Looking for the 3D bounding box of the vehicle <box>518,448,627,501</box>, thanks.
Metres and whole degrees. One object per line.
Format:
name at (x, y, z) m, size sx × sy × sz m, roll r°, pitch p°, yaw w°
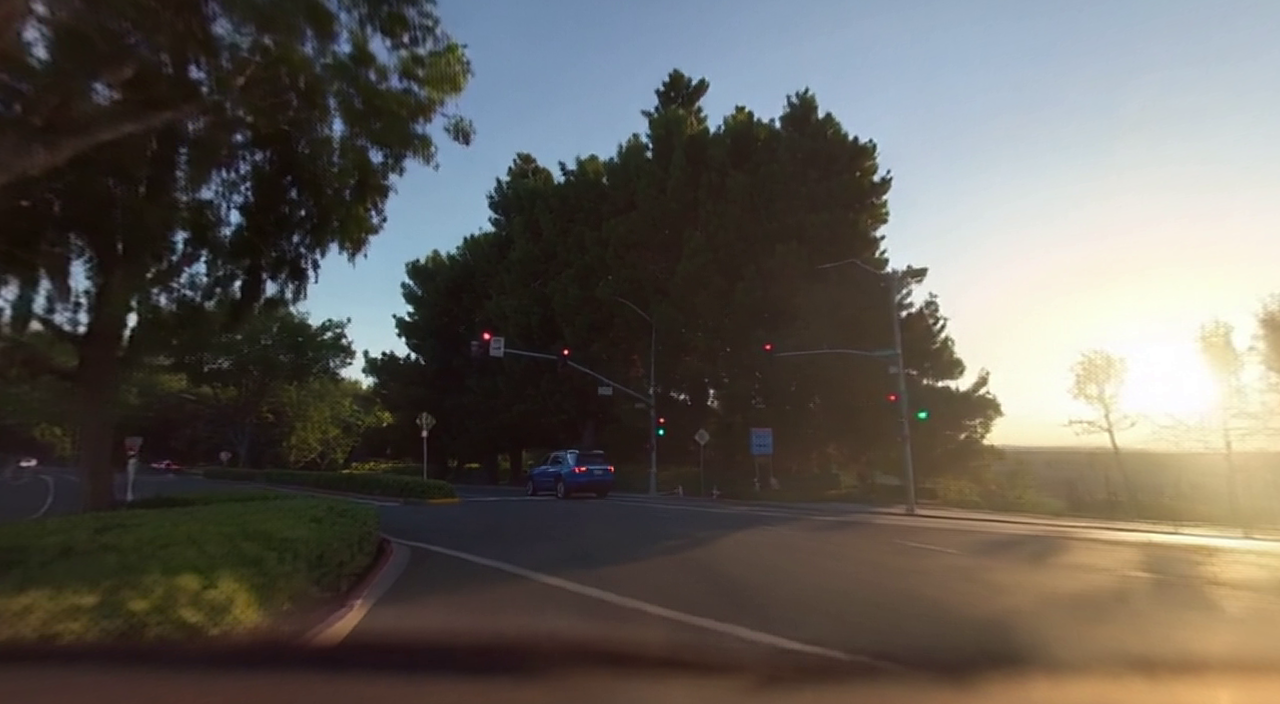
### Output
vehicle at (-2.747, 4.685, 24.659) m, size 2.284 × 1.788 × 4.871 m, roll 5°, pitch -10°, yaw -32°
